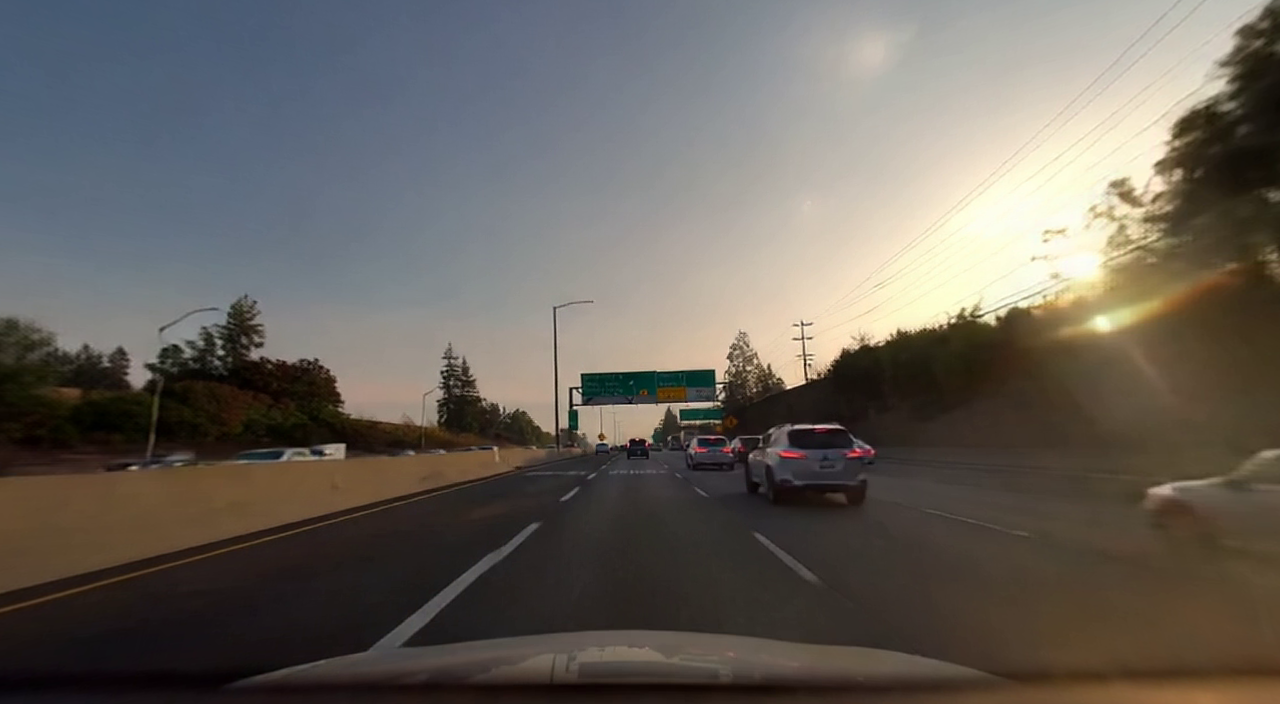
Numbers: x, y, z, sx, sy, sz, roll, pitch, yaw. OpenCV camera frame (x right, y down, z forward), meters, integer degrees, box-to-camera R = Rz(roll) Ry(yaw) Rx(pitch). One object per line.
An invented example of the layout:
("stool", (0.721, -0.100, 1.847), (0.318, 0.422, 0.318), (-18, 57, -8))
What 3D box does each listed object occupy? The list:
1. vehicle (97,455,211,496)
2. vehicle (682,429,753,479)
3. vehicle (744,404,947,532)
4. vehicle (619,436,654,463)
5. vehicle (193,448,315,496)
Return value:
("vehicle", (-22.878, 5.777, 29.897), (1.912, 1.694, 4.479), (0, -8, -2))
("vehicle", (3.018, 4.134, 25.653), (2.152, 1.821, 4.853), (0, -8, -2))
("vehicle", (3.481, 2.086, 11.866), (2.095, 1.886, 4.727), (0, -8, -2))
("vehicle", (-0.278, 6.906, 44.636), (2.314, 1.796, 4.254), (0, -8, -1))
("vehicle", (-15.463, 4.788, 25.570), (1.944, 1.747, 4.657), (0, -8, 1))
